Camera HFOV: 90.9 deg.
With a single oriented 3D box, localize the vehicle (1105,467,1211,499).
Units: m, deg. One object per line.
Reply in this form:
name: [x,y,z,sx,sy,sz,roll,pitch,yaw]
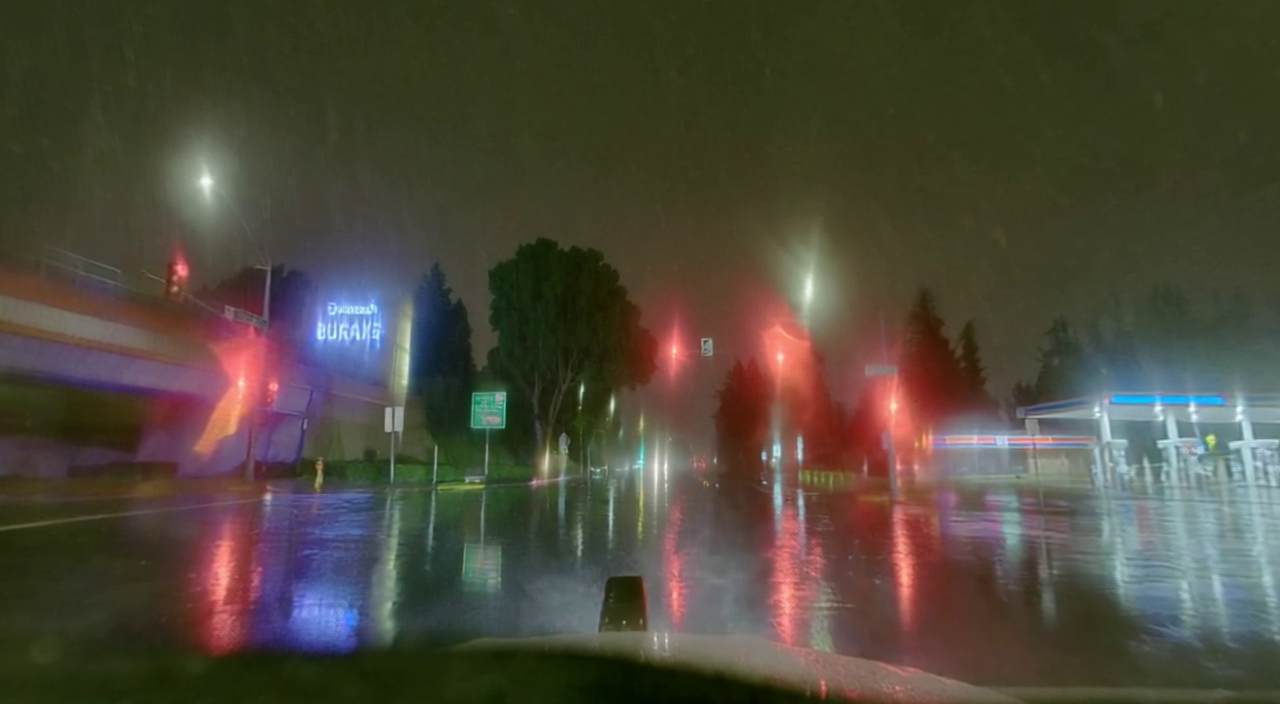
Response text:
vehicle: [28.024,7.070,34.322,1.897,1.466,4.211,1,-8,-6]
